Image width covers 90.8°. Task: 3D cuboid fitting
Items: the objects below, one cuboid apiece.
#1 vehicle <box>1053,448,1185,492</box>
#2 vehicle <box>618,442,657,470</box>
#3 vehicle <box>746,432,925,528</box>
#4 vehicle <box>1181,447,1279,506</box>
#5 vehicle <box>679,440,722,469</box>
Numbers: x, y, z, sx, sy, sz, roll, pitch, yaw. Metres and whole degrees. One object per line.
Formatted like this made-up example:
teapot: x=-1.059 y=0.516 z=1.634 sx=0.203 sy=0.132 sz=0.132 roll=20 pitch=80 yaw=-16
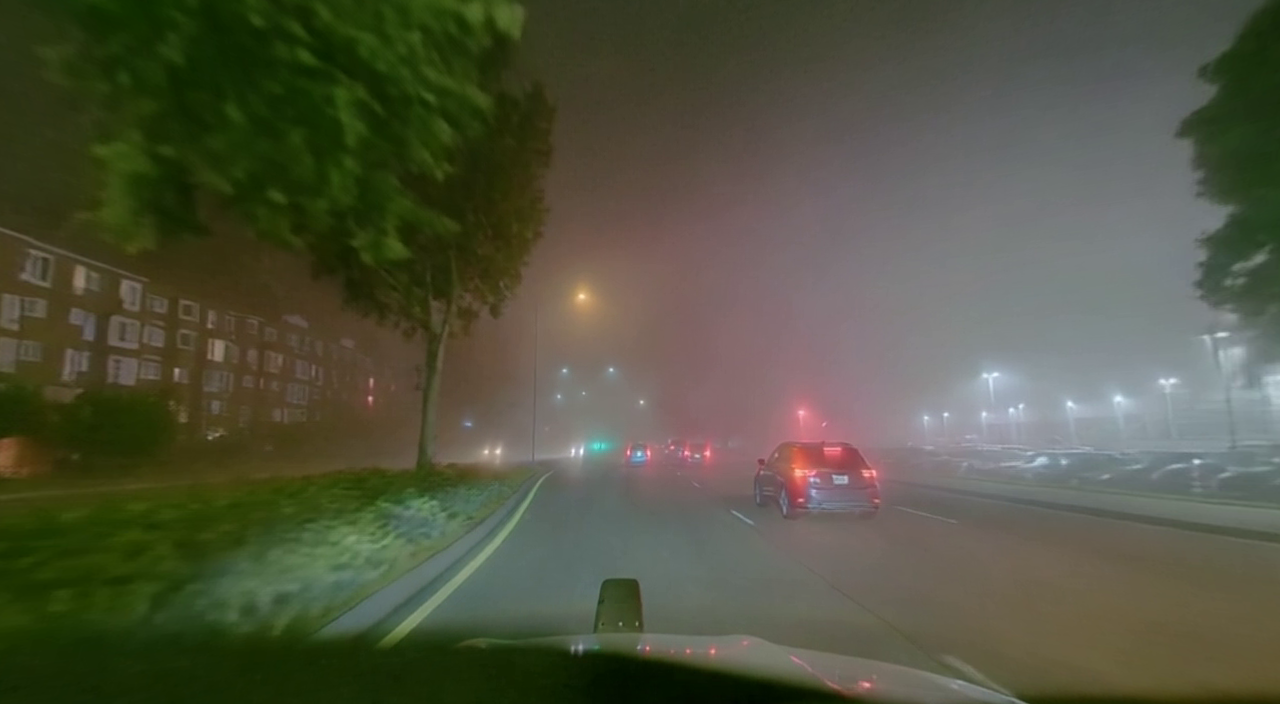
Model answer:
vehicle: x=17.582 y=4.277 z=23.215 sx=4.044 sy=1.487 sz=1.977 roll=3 pitch=-9 yaw=-22
vehicle: x=-0.173 y=5.778 z=35.406 sx=2.095 sy=1.456 sz=3.873 roll=0 pitch=-8 yaw=-1
vehicle: x=3.511 y=2.391 z=12.436 sx=1.953 sy=1.514 sz=4.672 roll=0 pitch=-8 yaw=-1
vehicle: x=17.773 y=3.466 z=18.000 sx=4.230 sy=1.474 sz=1.991 roll=4 pitch=-10 yaw=-27
vehicle: x=3.563 y=6.083 z=37.804 sx=2.041 sy=1.611 sz=4.426 roll=0 pitch=-8 yaw=-1
